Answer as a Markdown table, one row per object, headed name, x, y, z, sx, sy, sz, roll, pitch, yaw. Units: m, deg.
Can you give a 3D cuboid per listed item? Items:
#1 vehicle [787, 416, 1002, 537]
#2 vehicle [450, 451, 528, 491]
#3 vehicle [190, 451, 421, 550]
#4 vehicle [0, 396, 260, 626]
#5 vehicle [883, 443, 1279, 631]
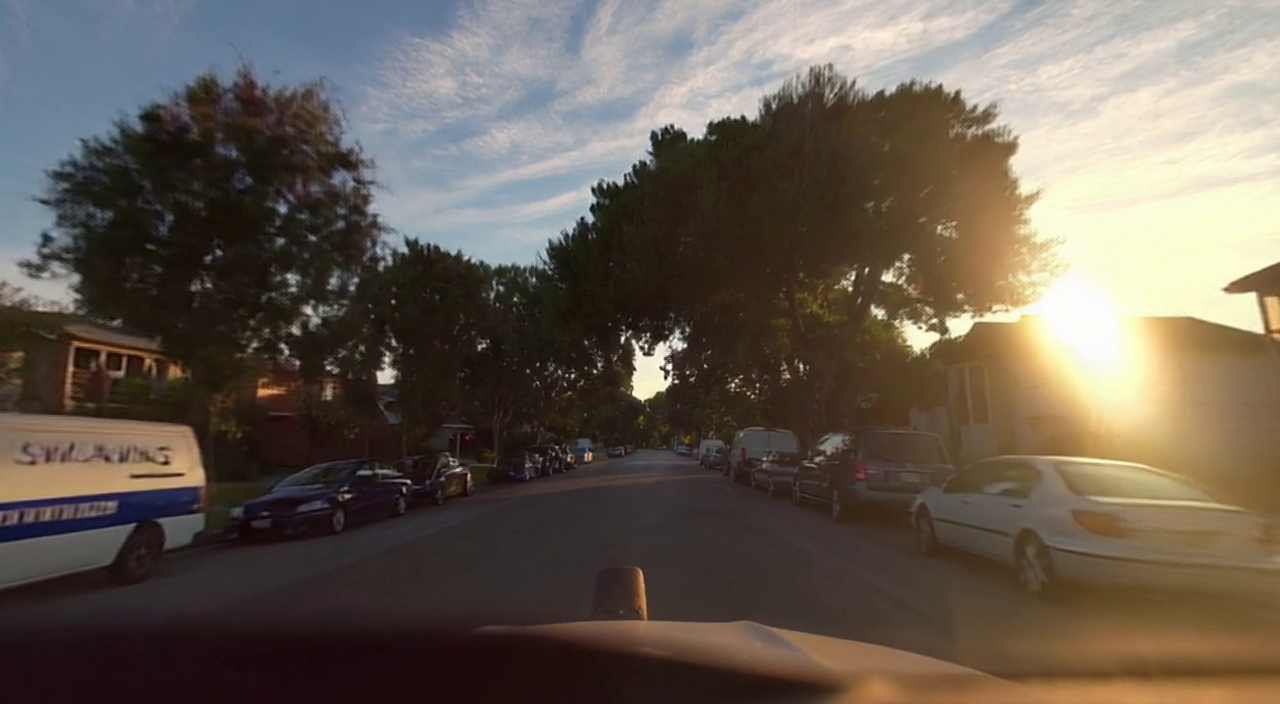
| name | x | y | z | sx | sy | sz | roll | pitch | yaw |
| --- | --- | --- | --- | --- | --- | --- | --- | --- | --- |
| vehicle | 4.672 | 2.403 | 12.823 | 2.072 | 1.883 | 5.576 | 0 | -9 | 0 |
| vehicle | -6.116 | 4.860 | 26.189 | 1.869 | 1.467 | 4.921 | -1 | -9 | 2 |
| vehicle | -6.211 | 2.764 | 12.553 | 1.840 | 1.476 | 4.739 | -2 | -8 | 3 |
| vehicle | -6.638 | 1.512 | 6.179 | 2.085 | 1.997 | 5.755 | -2 | -8 | 2 |
| vehicle | 4.608 | 1.796 | 7.240 | 1.811 | 1.439 | 4.521 | 0 | -9 | 0 |
